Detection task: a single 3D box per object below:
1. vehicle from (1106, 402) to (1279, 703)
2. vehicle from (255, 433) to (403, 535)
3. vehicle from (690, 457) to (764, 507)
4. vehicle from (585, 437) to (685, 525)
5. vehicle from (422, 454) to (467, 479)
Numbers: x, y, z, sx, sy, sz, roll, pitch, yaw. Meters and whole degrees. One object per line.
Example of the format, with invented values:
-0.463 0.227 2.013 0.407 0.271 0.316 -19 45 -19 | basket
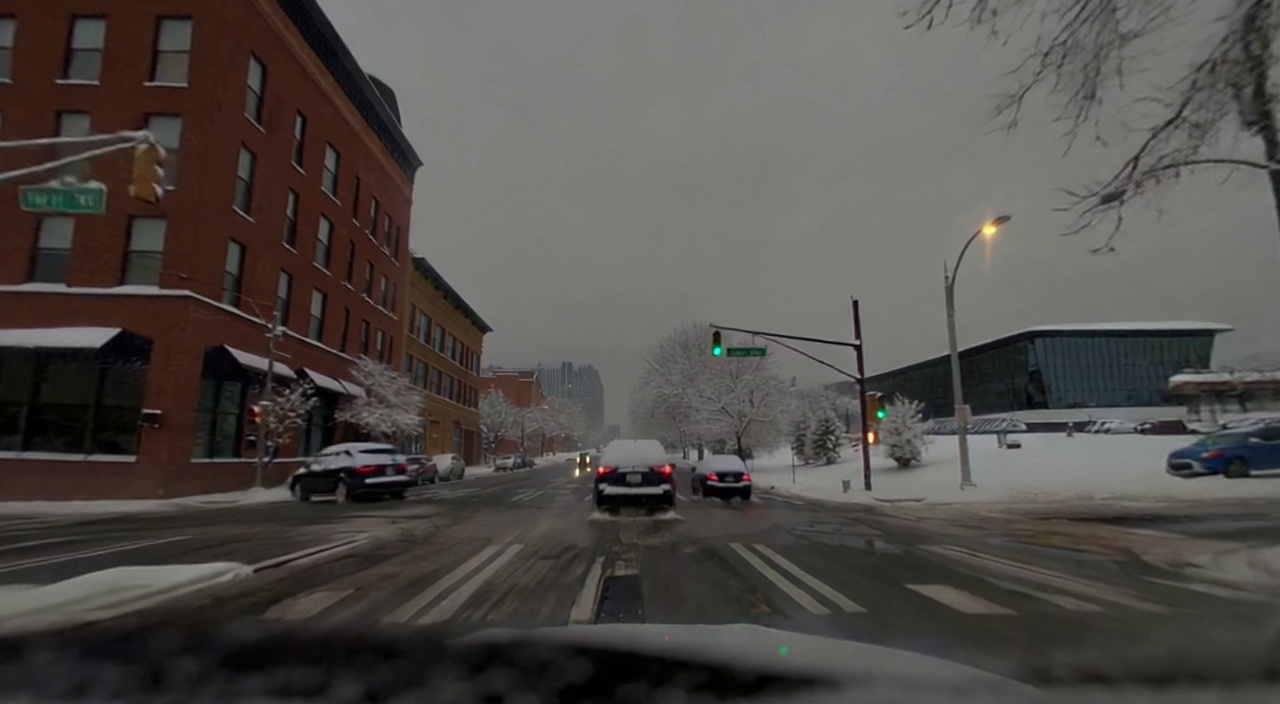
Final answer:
3.229 0.681 0.567 2.026 1.499 4.662 0 -9 0 | vehicle
-6.856 2.733 13.701 1.855 1.812 4.244 7 -11 -39 | vehicle
2.840 4.337 21.534 1.852 1.462 4.155 0 -9 -1 | vehicle
-0.166 3.090 15.742 2.105 1.842 4.537 0 -9 -2 | vehicle
-14.332 8.414 46.636 1.891 1.659 4.360 0 -9 0 | vehicle
